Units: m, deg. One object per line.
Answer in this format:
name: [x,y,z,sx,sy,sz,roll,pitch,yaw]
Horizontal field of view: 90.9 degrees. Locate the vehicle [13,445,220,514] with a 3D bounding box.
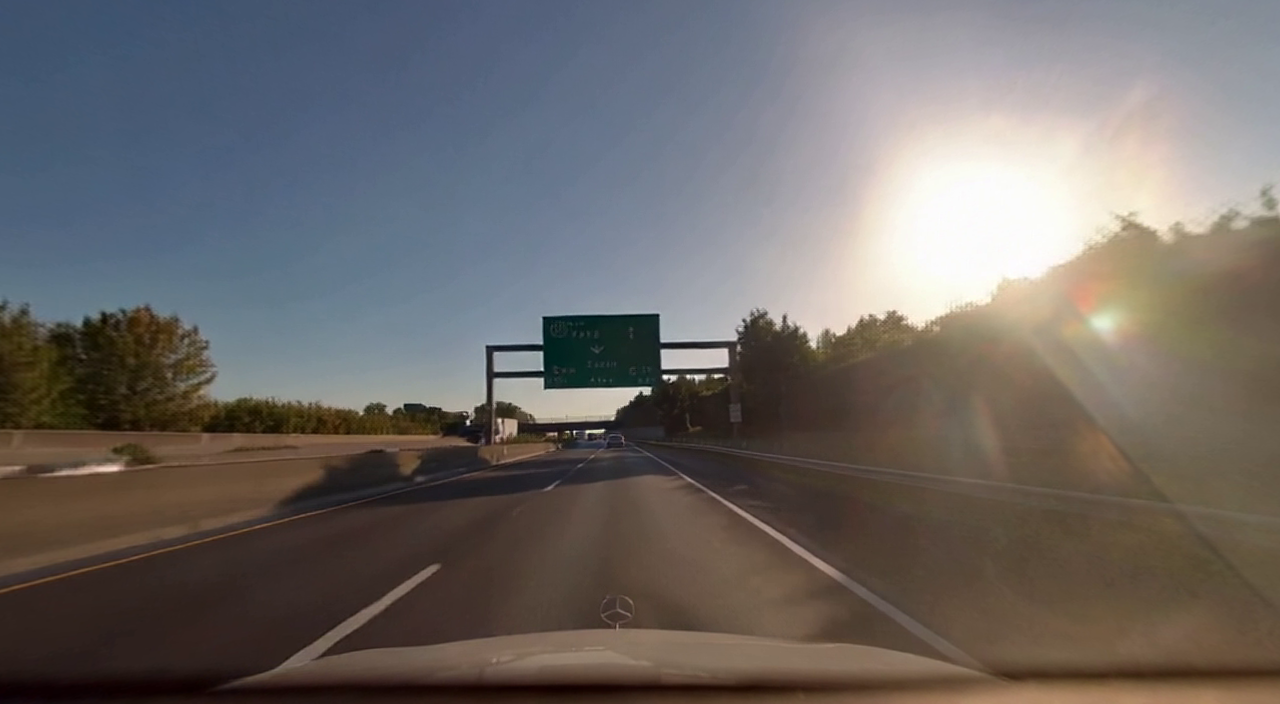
vehicle: [-13.138,3.161,16.242,1.912,1.471,4.024,0,-8,-1]
